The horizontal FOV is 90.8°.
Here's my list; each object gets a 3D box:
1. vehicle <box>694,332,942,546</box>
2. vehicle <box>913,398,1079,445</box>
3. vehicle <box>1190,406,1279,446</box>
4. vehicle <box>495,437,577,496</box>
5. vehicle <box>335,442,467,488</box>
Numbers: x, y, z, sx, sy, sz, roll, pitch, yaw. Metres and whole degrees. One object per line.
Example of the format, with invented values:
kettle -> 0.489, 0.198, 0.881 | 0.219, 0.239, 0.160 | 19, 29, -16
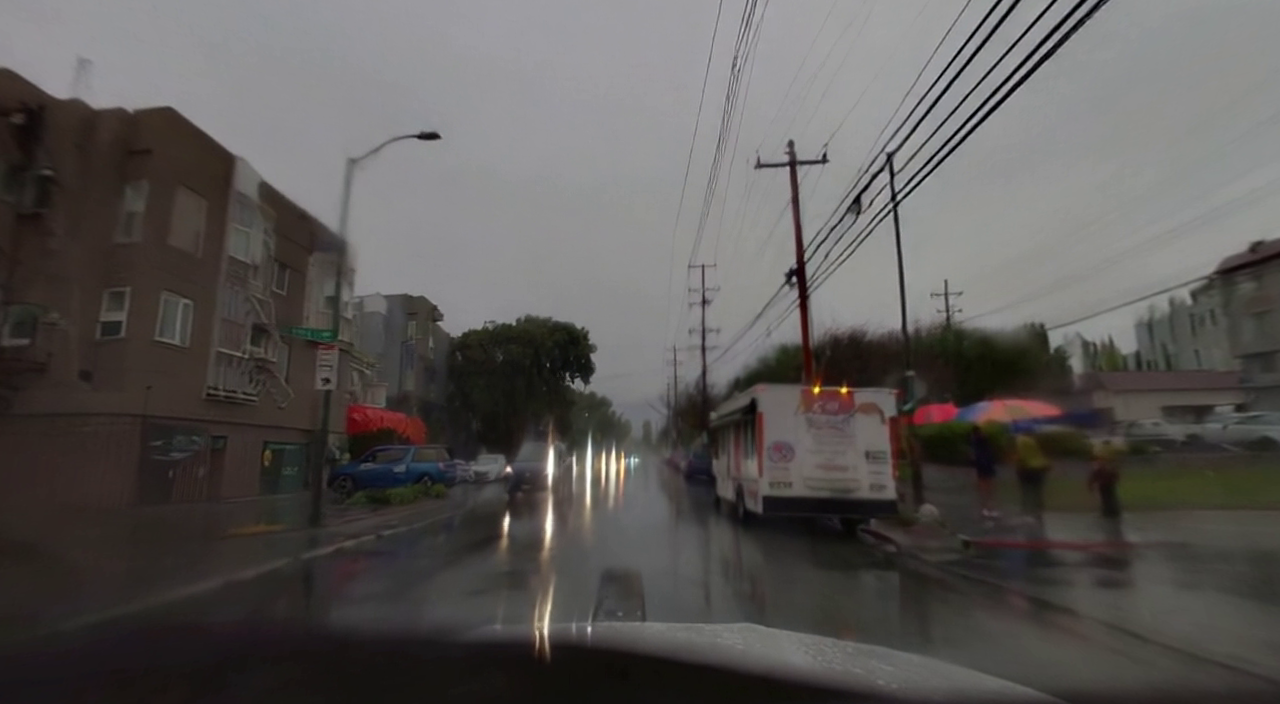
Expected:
vehicle -> 3.085, 1.893, 13.781 | 2.886, 3.321, 7.809 | 0, -8, -2
vehicle -> 11.570, 2.313, 20.738 | 4.396, 1.459, 1.749 | 0, -8, -1
vehicle -> 23.812, 2.803, 23.668 | 4.641, 1.441, 1.745 | 0, -8, 2
vehicle -> -3.283, 3.704, 20.835 | 1.952, 1.708, 4.096 | 0, -8, 1
vehicle -> -10.329, 4.931, 27.678 | 5.093, 1.855, 2.338 | 3, -10, -19
